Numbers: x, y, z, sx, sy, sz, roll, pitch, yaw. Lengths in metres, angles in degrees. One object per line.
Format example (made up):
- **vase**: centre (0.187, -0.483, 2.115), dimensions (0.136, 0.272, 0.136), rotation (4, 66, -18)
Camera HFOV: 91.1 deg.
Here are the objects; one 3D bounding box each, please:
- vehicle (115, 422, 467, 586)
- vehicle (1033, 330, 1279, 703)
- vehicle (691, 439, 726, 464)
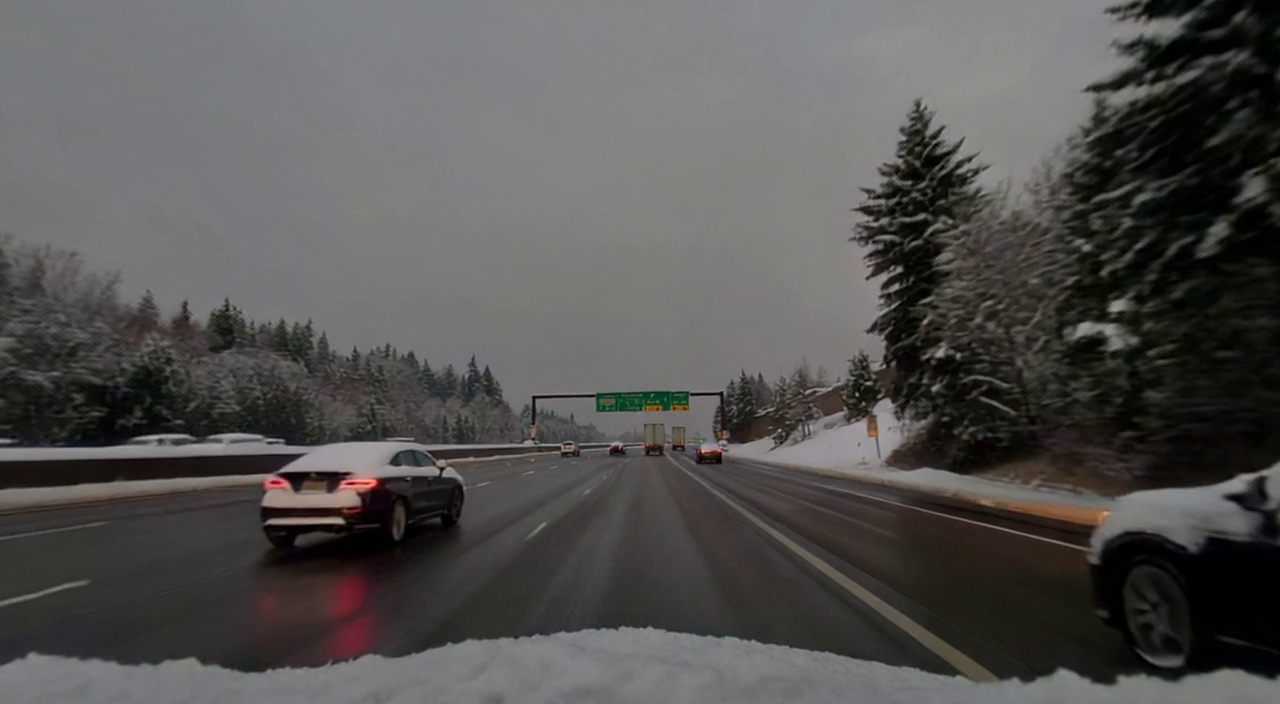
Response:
- **vehicle**: centre (-3.787, 1.696, 7.874), dimensions (1.947, 1.479, 4.114), rotation (0, -8, 2)
- **vehicle**: centre (3.630, 0.650, 1.698), dimensions (2.108, 1.709, 4.703), rotation (0, -8, 1)
- **vehicle**: centre (4.723, 6.910, 43.912), dimensions (2.046, 1.655, 4.143), rotation (0, -8, 1)
